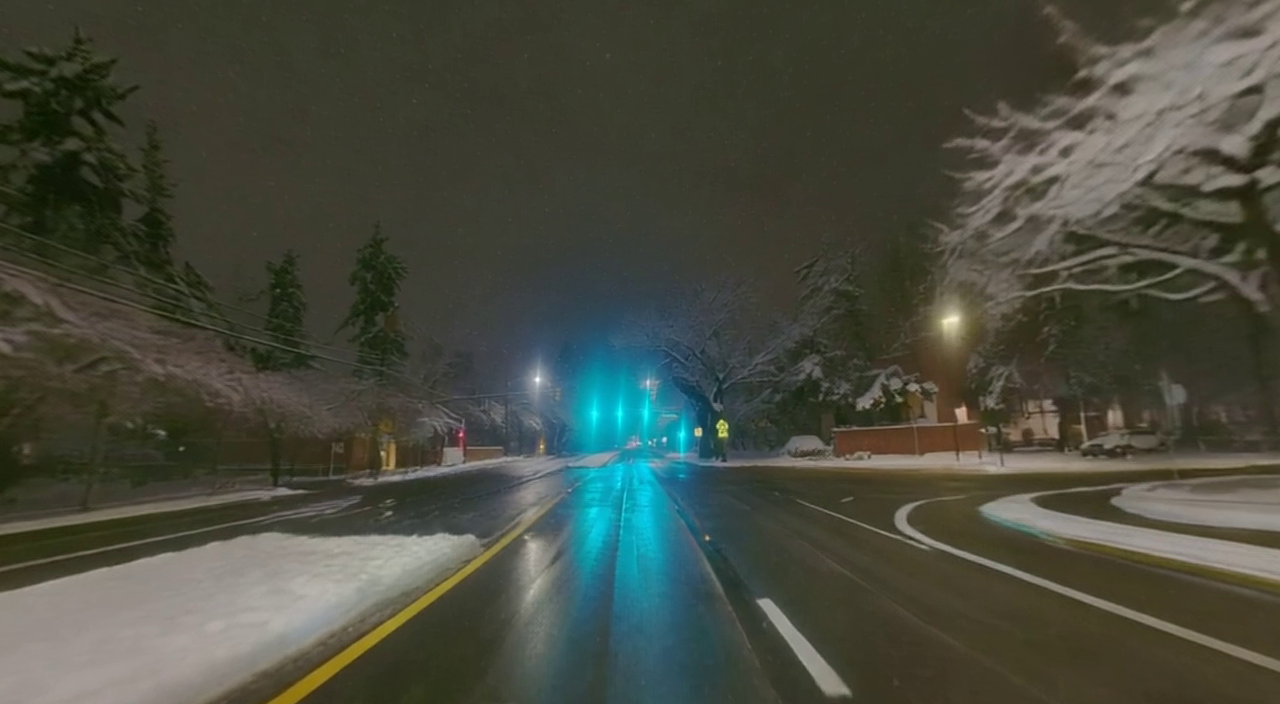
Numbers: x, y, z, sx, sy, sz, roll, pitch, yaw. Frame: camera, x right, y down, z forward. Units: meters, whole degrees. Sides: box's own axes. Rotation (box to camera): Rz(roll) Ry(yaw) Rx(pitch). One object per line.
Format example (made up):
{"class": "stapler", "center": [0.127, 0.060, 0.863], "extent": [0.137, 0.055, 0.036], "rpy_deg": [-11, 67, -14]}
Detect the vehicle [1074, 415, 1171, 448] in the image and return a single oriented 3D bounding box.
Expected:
{"class": "vehicle", "center": [28.638, 4.795, 37.640], "extent": [2.041, 1.826, 4.925], "rpy_deg": [-1, -8, 3]}

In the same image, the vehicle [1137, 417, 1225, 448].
{"class": "vehicle", "center": [31.246, 4.700, 36.583], "extent": [1.928, 1.622, 3.895], "rpy_deg": [-2, -8, 8]}
